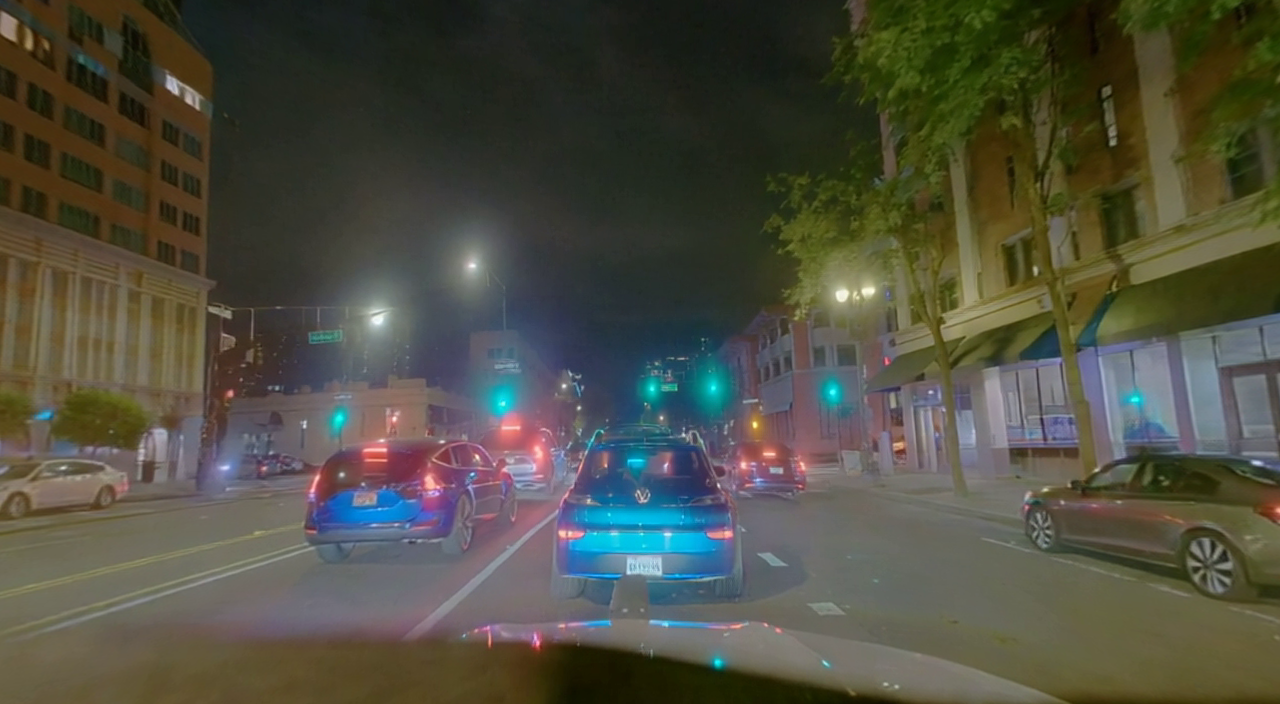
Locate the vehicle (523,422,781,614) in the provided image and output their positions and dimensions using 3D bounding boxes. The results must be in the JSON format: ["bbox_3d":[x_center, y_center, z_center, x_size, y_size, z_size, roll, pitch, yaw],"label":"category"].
[{"bbox_3d":[0.090,1.580,6.806,2.022,1.481,3.564,0,-9,0],"label":"vehicle"}]

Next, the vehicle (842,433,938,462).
[{"bbox_3d":[16.383,6.270,41.492,5.345,1.811,2.175,0,-9,-1],"label":"vehicle"}]

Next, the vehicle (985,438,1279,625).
[{"bbox_3d":[5.976,1.699,6.856,1.873,1.453,4.579,0,-9,0],"label":"vehicle"}]

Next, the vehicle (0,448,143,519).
[{"bbox_3d":[-16.231,3.444,16.996,1.914,1.690,4.461,0,-9,1],"label":"vehicle"}]

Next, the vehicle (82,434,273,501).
[{"bbox_3d":[-16.155,4.057,22.652,2.195,2.053,5.980,0,-9,1],"label":"vehicle"}]

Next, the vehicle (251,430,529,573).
[{"bbox_3d":[-2.999,1.892,8.745,2.131,1.486,4.089,0,-9,1],"label":"vehicle"}]
